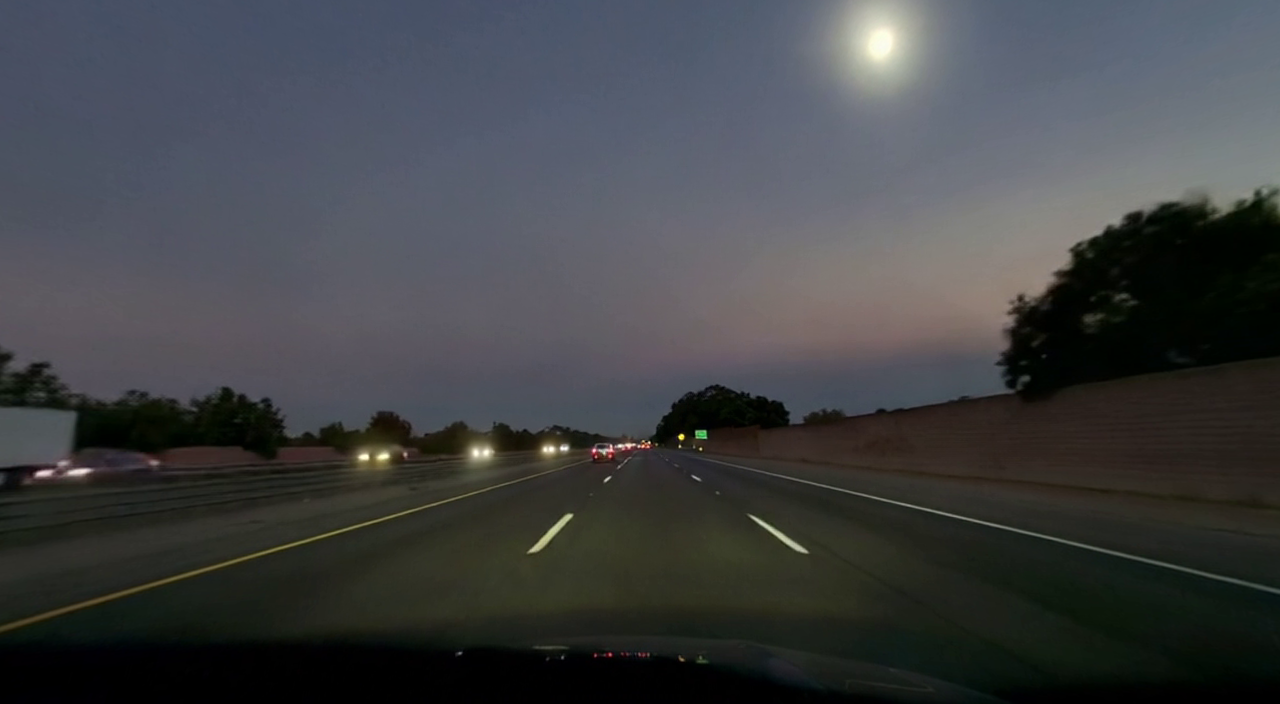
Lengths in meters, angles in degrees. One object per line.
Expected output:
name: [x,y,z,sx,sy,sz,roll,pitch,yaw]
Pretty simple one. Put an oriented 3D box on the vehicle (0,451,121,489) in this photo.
vehicle: [-27.689,5.602,30.153,1.953,1.620,4.256,0,-9,0]
